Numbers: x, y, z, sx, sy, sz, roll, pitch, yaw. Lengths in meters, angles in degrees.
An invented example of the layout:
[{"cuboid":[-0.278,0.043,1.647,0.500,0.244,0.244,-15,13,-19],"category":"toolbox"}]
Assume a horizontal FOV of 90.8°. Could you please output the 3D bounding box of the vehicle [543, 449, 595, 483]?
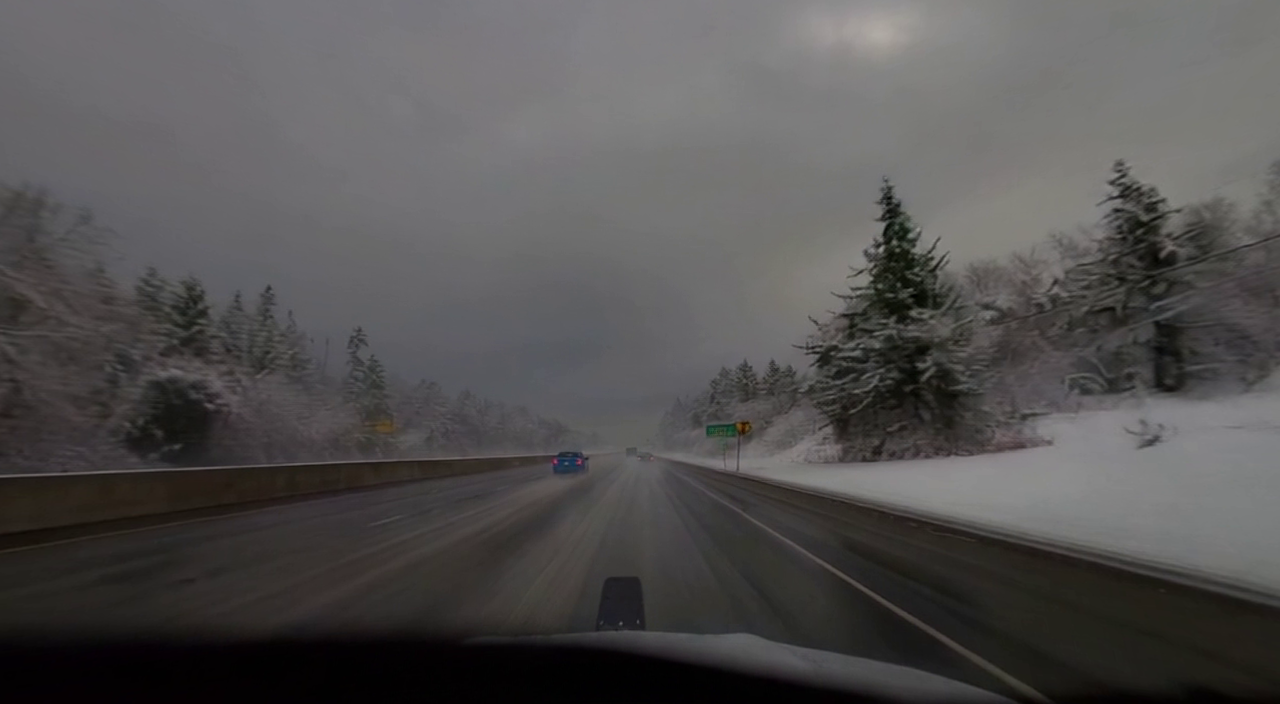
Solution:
[{"cuboid":[-3.324,5.444,30.327,1.978,1.498,4.080,0,-9,0],"category":"vehicle"}]
